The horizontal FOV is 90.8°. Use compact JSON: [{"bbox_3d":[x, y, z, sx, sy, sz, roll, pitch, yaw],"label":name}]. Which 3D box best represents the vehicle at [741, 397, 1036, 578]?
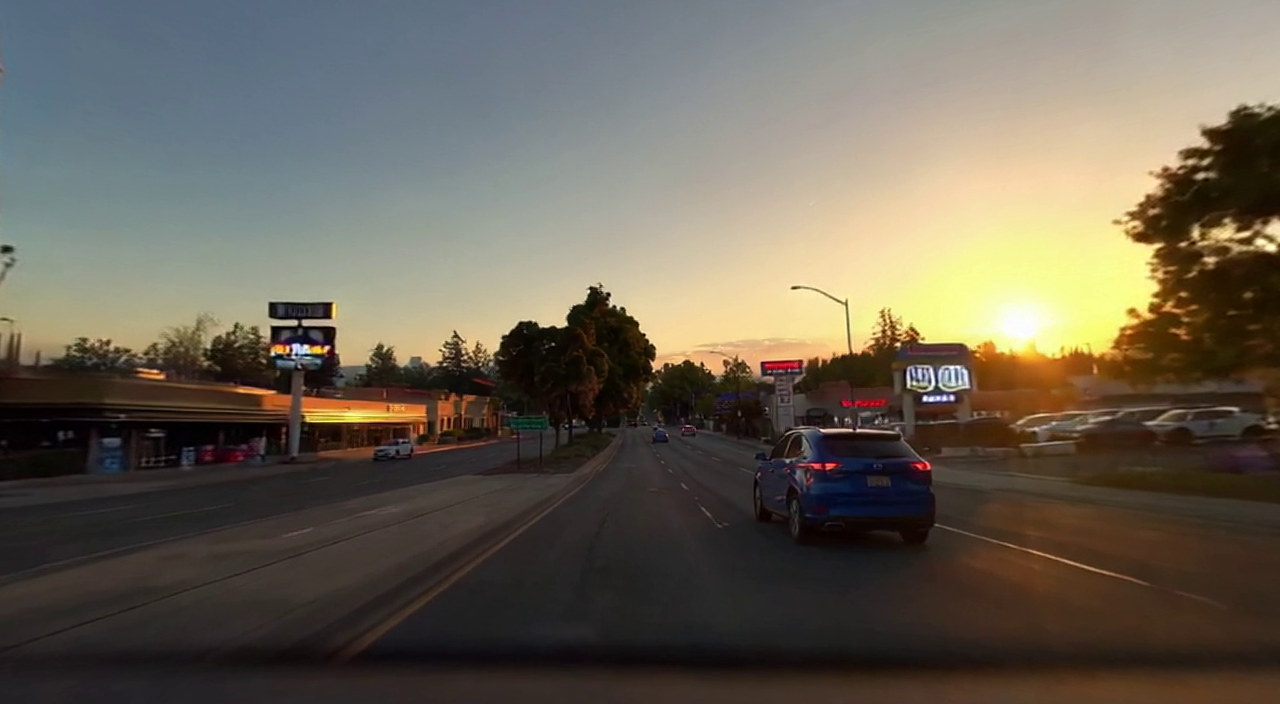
[{"bbox_3d":[2.858,1.700,8.689,2.130,1.790,4.615,0,-9,0],"label":"vehicle"}]

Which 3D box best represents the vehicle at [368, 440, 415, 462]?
[{"bbox_3d":[-19.480,7.815,49.715,1.988,1.634,4.301,0,-9,-1],"label":"vehicle"}]
